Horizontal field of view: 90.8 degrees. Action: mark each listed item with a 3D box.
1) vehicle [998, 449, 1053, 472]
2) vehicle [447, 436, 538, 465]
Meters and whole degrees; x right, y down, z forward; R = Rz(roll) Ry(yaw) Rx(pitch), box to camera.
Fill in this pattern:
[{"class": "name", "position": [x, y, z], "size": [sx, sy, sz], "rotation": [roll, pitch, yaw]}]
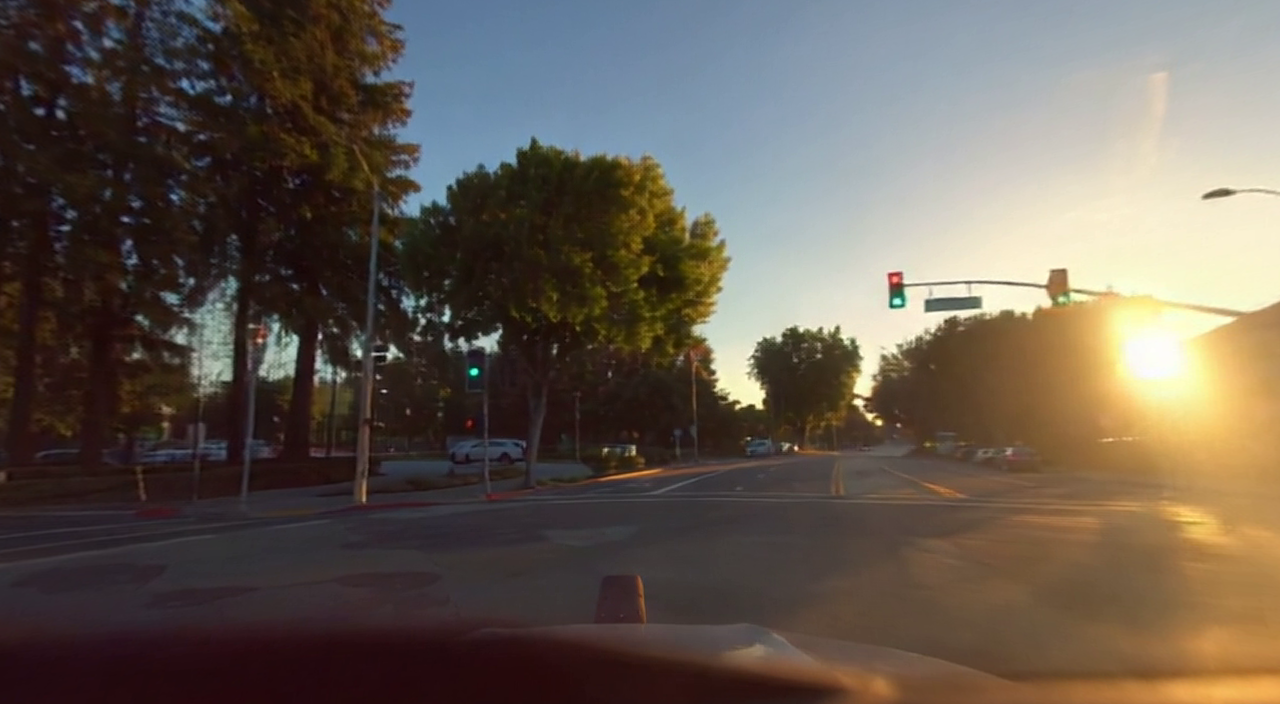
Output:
[{"class": "vehicle", "position": [25.788, 7.240, 42.443], "size": [1.893, 1.454, 4.483], "rotation": [-2, -9, 15]}, {"class": "vehicle", "position": [-8.572, 5.711, 36.776], "size": [4.765, 1.593, 1.891], "rotation": [-2, -9, 13]}]
